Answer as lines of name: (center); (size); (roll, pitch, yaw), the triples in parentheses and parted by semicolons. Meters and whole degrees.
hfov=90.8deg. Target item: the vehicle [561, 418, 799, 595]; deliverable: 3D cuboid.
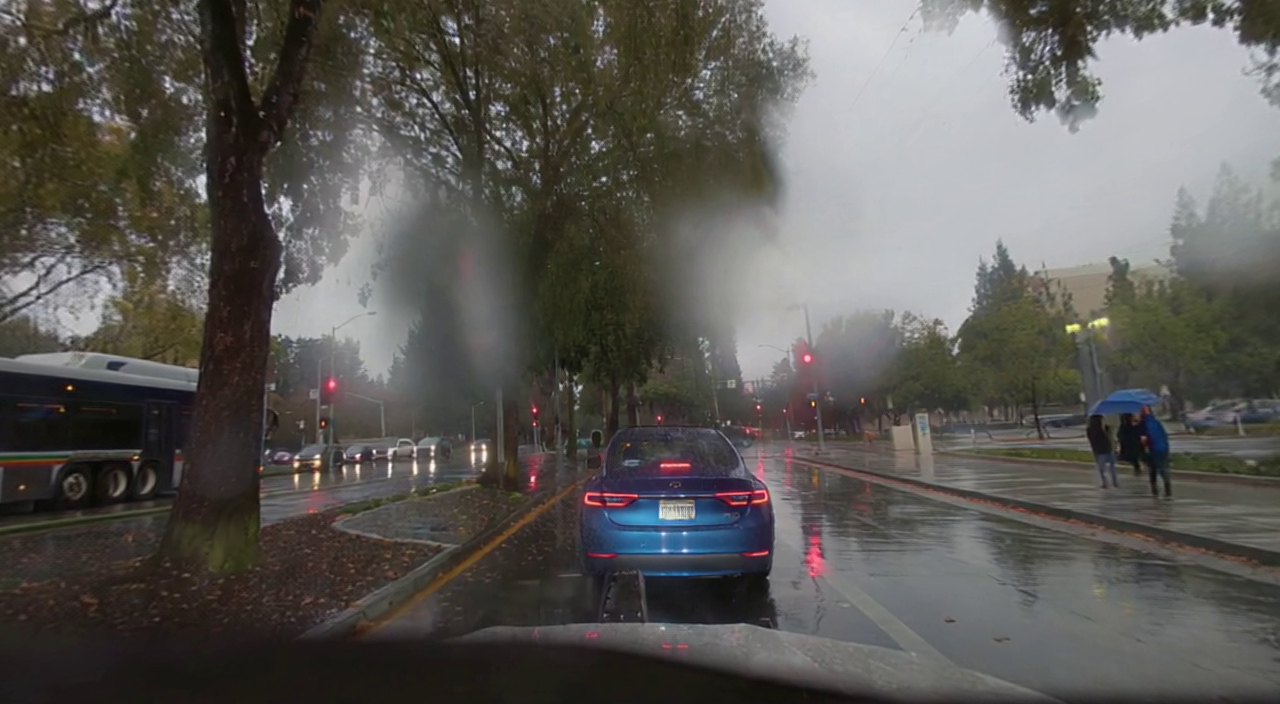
vehicle: (0.379, 1.615, 7.391); (2.035, 1.499, 3.799); (0, -8, 1)
